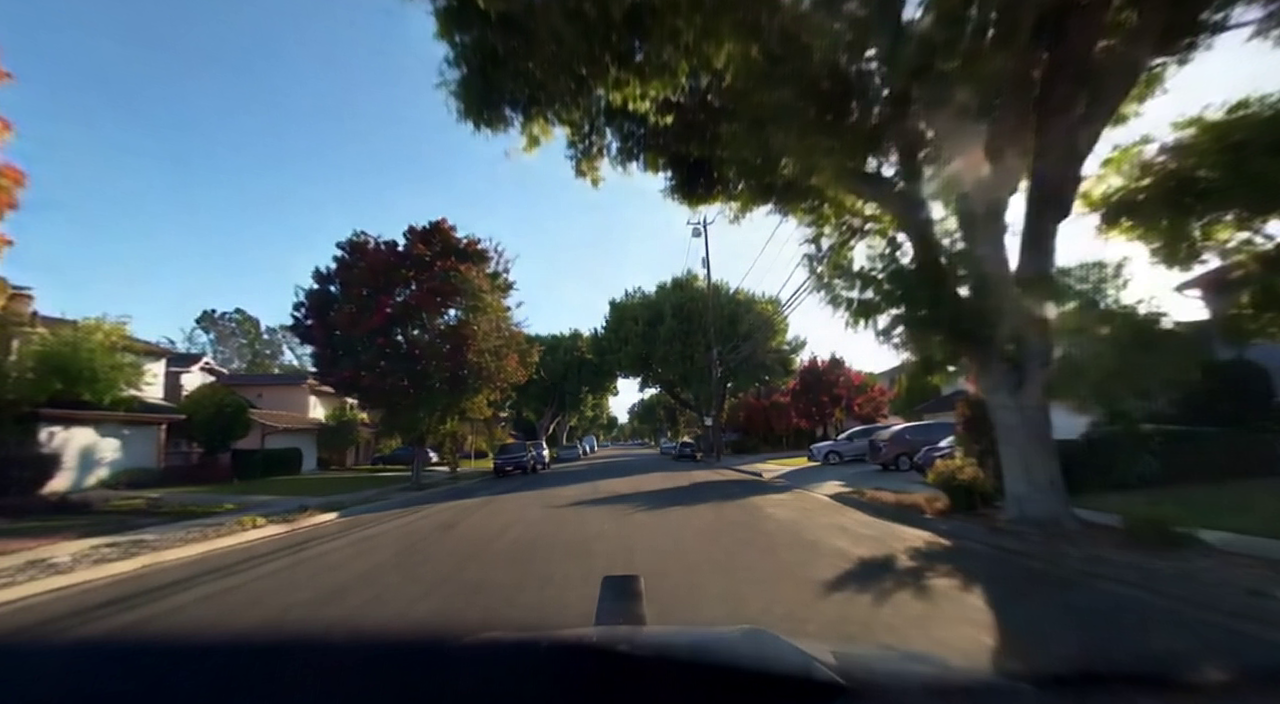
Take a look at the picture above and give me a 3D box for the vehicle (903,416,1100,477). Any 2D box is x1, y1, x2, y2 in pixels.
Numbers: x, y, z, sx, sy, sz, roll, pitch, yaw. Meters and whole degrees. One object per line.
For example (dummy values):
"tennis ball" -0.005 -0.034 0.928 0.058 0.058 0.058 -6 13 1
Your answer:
"vehicle" 11.094 2.953 19.717 4.782 1.748 2.106 0 -8 1

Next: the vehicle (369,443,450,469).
"vehicle" -16.275 7.364 44.782 4.706 1.681 2.389 -1 -9 5

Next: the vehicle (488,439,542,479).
"vehicle" -6.331 5.435 32.412 2.035 1.736 3.955 -2 -6 -1

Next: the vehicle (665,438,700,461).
"vehicle" 3.242 7.508 48.931 2.247 1.618 4.655 2 -8 -1
